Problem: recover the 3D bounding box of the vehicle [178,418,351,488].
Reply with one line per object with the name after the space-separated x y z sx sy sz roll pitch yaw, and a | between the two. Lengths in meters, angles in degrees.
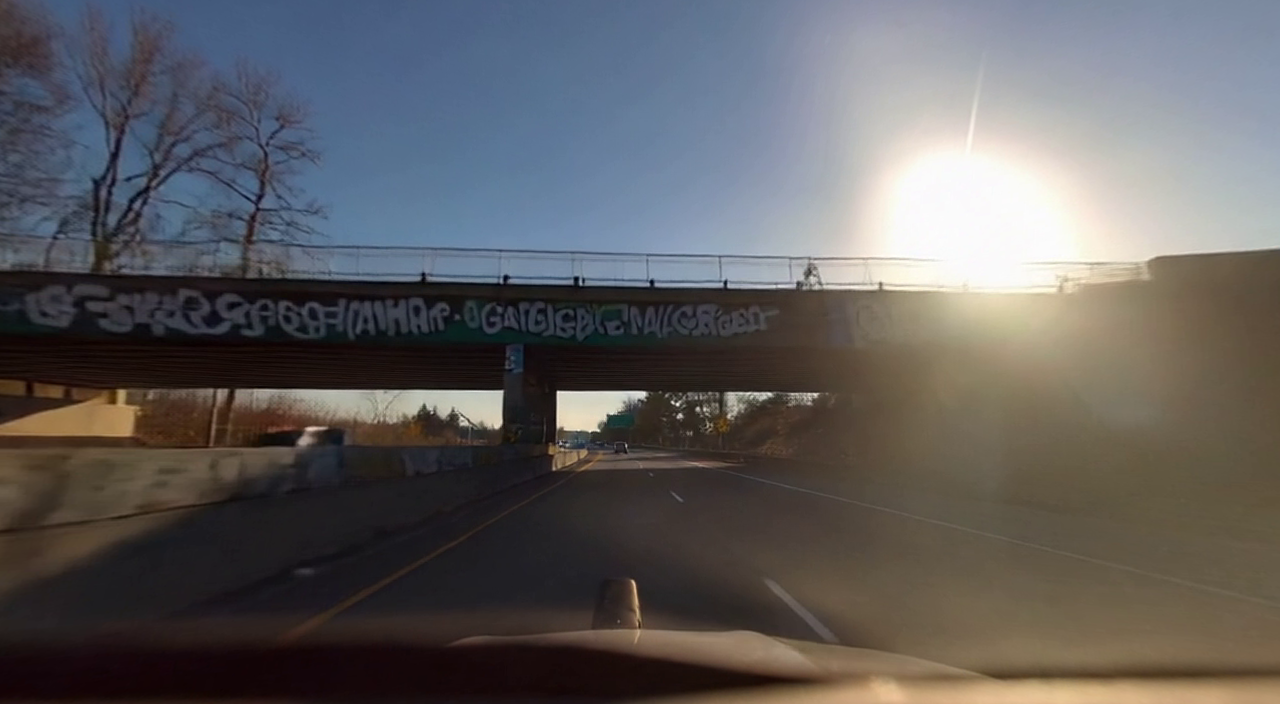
-9.469 2.609 16.304 1.931 1.553 4.205 0 -9 -1 | vehicle
